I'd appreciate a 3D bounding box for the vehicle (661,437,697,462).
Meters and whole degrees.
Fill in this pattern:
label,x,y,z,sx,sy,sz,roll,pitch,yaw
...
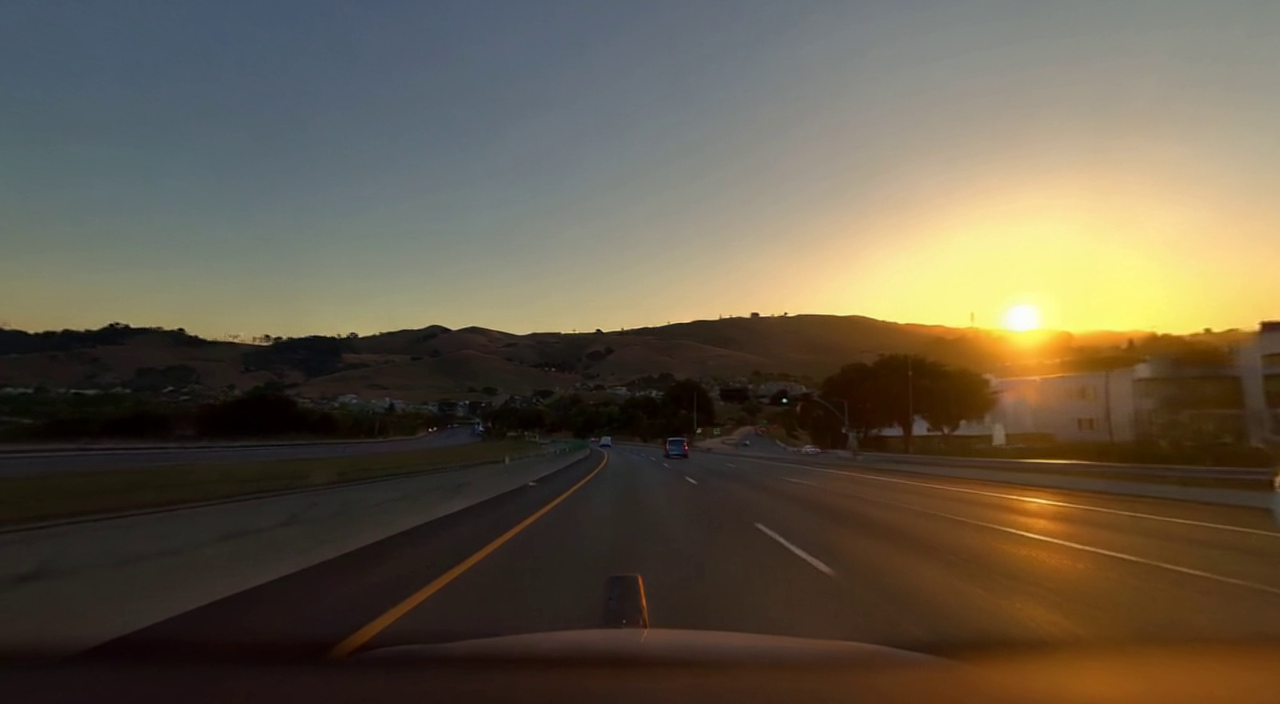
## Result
label,x,y,z,sx,sy,sz,roll,pitch,yaw
vehicle,2.852,7.300,47.362,2.210,1.815,4.571,0,-8,-3
